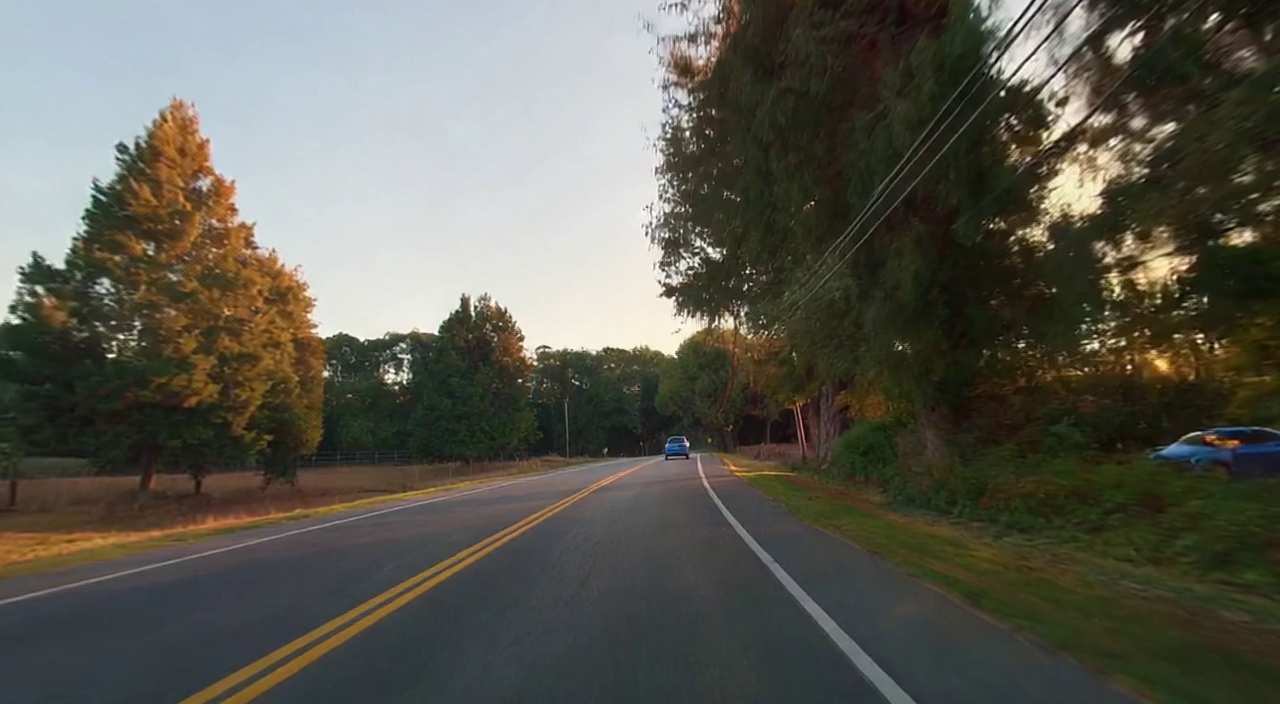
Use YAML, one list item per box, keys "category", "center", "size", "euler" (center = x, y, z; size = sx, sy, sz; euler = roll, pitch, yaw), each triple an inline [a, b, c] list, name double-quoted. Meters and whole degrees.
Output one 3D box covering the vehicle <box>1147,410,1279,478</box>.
- category: "vehicle"
  center: [23.828, 3.674, 25.229]
  size: [5.320, 2.489, 2.736]
  euler: [2, -9, -15]
